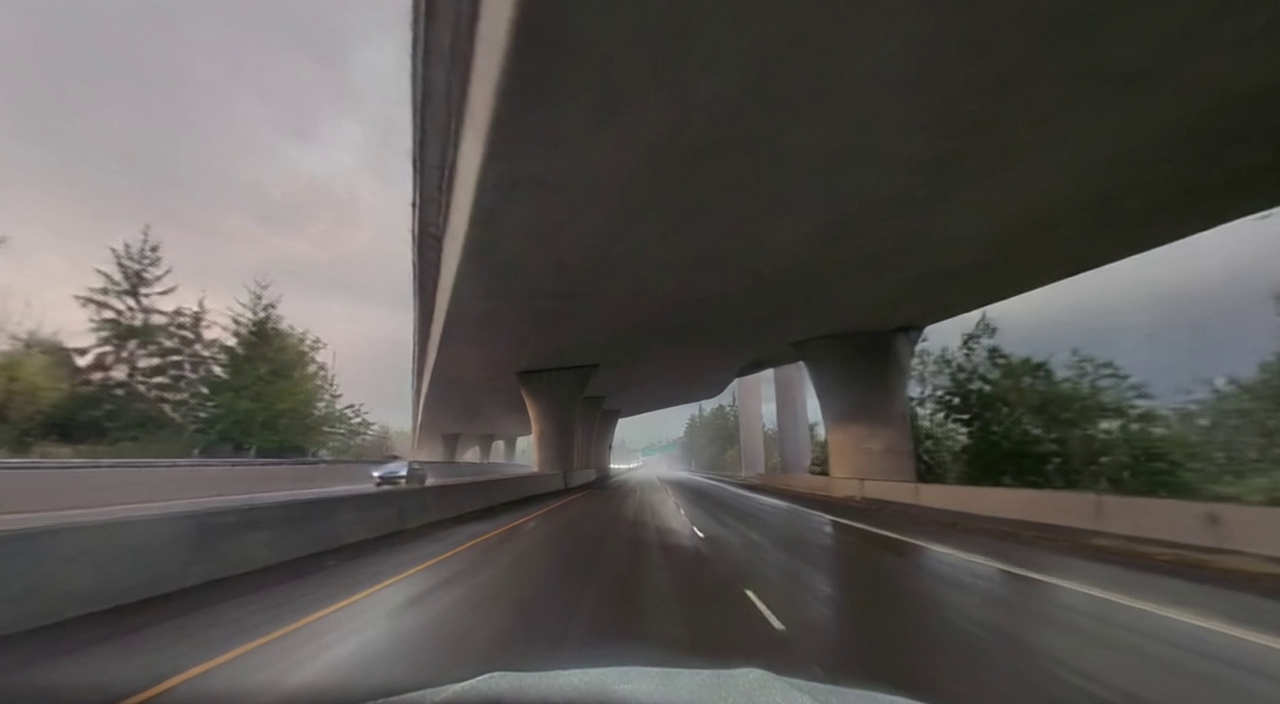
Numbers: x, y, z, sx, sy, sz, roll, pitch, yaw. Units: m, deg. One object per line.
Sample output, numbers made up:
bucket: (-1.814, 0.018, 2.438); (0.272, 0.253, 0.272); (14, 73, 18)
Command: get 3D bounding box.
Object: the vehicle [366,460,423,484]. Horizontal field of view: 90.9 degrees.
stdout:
vehicle: (-15.603, 7.657, 40.285); (1.910, 1.464, 4.338); (1, -10, 0)
